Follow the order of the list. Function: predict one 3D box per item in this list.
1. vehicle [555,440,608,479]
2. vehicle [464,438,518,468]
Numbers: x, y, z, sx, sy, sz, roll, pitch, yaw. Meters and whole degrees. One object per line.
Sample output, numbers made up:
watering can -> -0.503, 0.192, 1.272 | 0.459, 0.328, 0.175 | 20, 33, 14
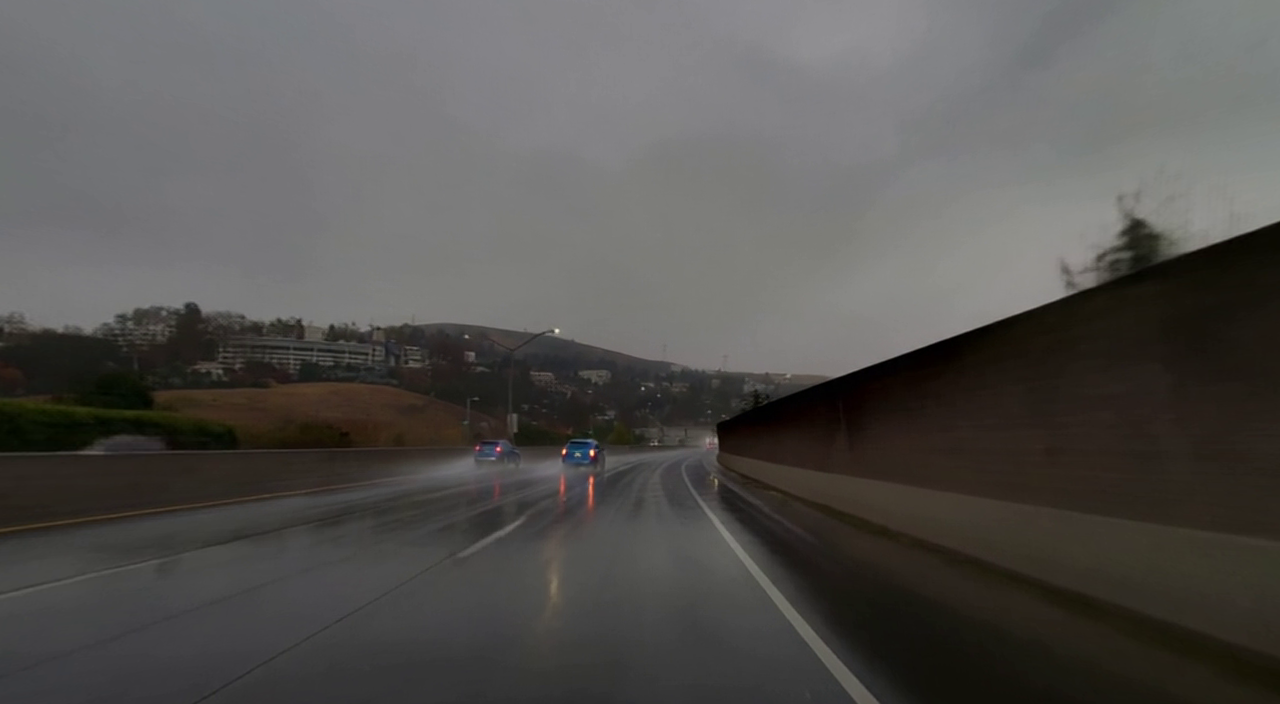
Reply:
vehicle -> -2.820, 5.312, 31.456 | 2.028, 1.782, 4.150 | -1, -8, 4
vehicle -> -9.435, 6.414, 40.295 | 2.039, 1.746, 4.528 | -1, -8, 5
